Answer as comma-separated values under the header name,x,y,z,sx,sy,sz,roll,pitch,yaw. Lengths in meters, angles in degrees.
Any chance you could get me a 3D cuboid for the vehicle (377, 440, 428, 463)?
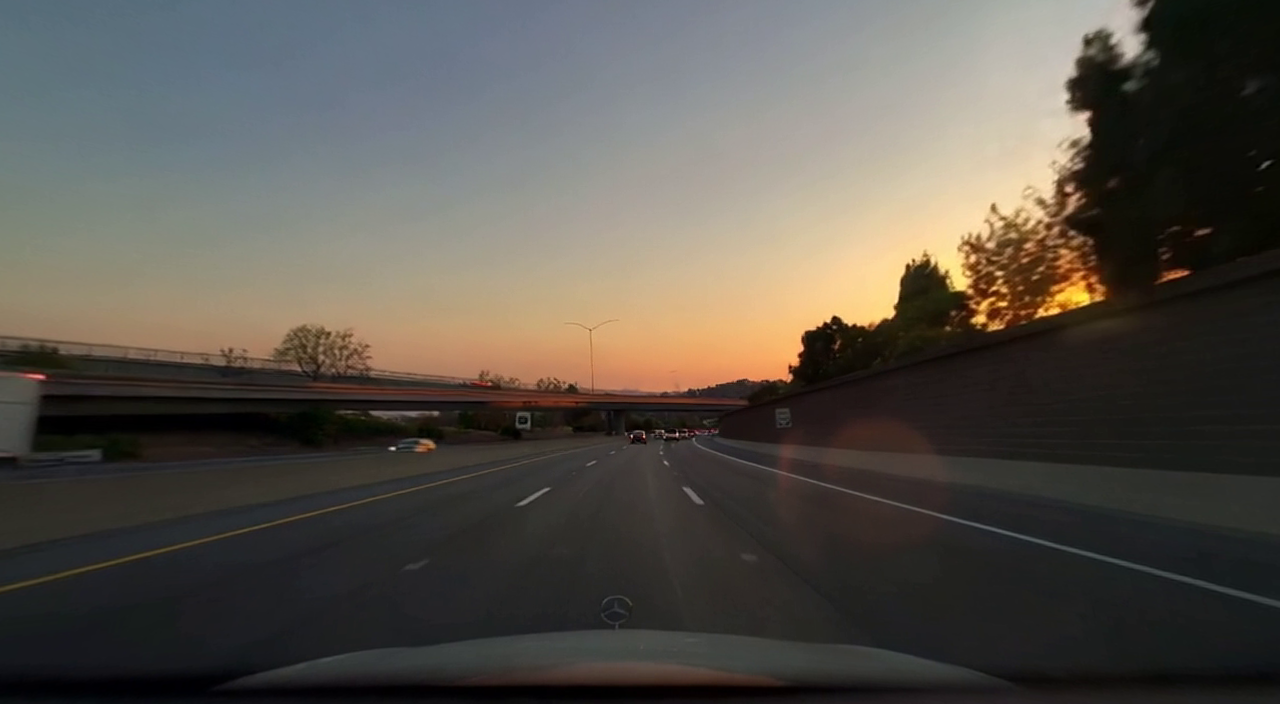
name,x,y,z,sx,sy,sz,roll,pitch,yaw
vehicle,-16.222,6.796,43.251,1.935,1.502,3.903,0,-8,0
